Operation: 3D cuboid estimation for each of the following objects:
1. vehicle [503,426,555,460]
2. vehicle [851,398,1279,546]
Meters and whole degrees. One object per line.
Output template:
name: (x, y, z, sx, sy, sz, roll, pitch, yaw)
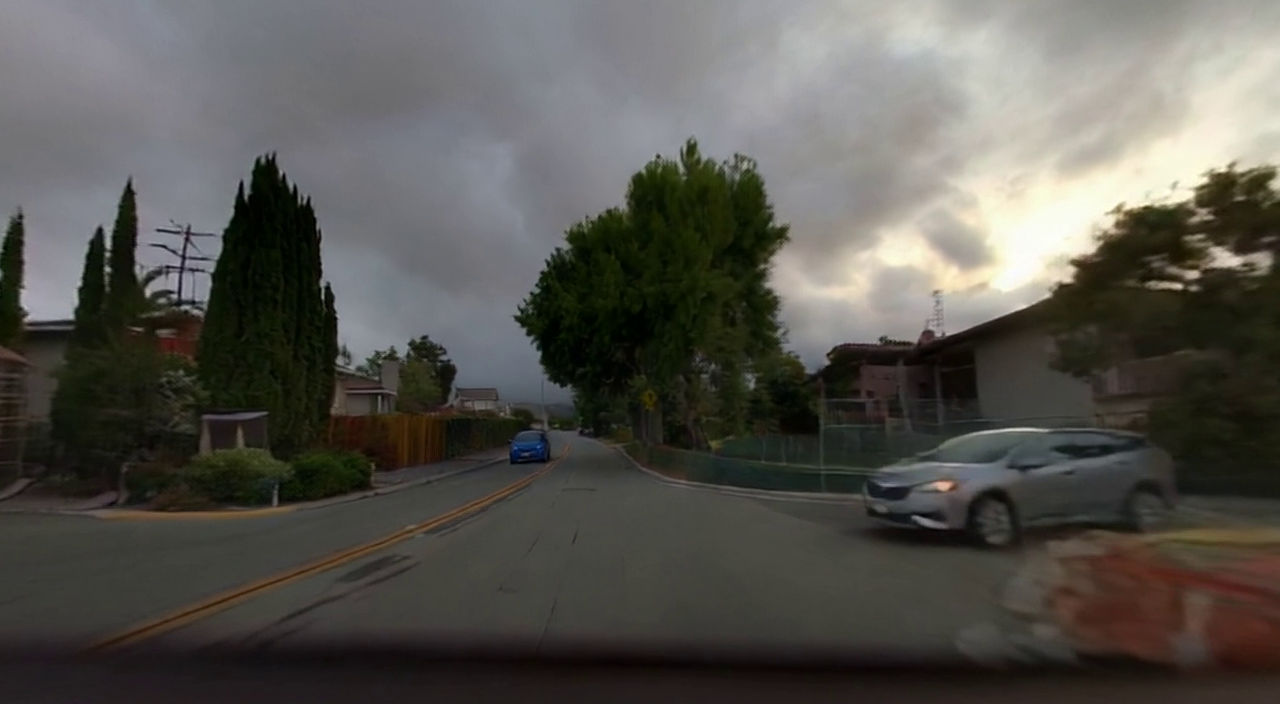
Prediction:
vehicle: (-5.650, 4.722, 32.578, 2.036, 1.657, 4.391, 0, -9, -2)
vehicle: (4.813, 1.431, 7.733, 3.772, 1.531, 1.949, -1, -9, 3)
